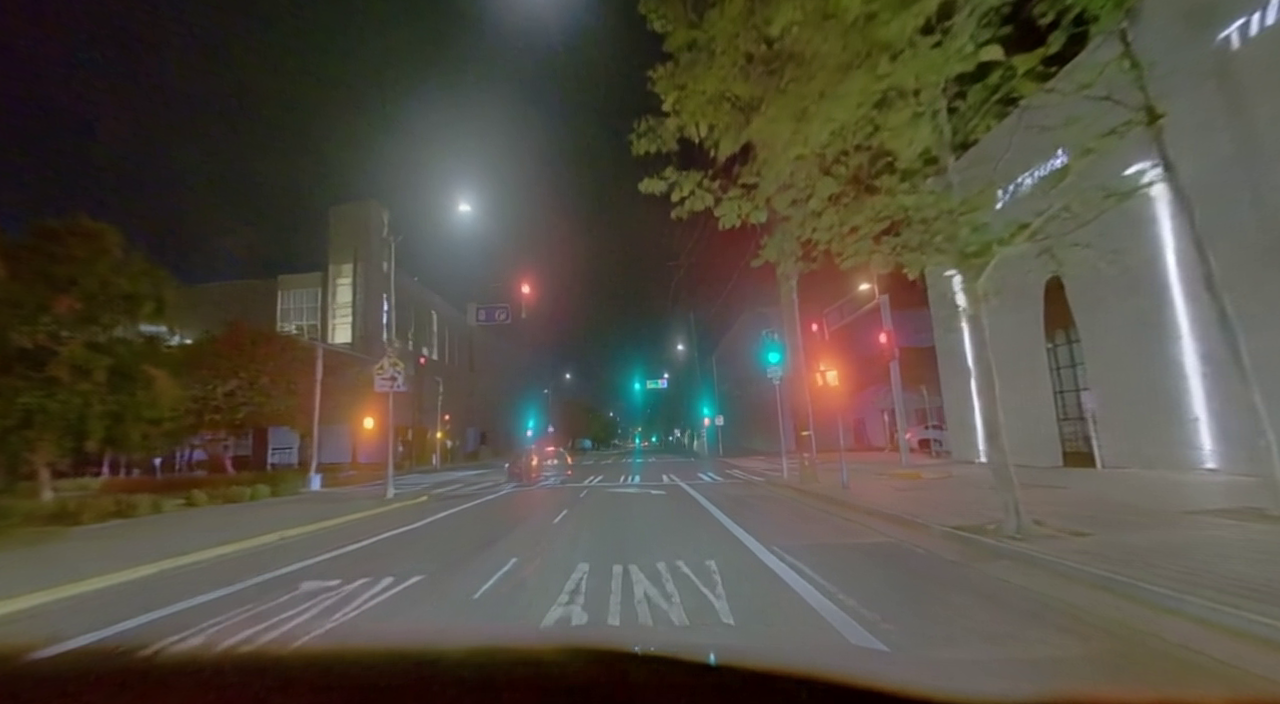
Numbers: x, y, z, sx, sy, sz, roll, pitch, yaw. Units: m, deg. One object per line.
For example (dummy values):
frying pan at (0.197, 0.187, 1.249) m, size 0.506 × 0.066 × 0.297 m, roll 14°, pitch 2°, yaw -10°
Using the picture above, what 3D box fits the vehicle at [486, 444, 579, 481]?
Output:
vehicle at (-4.977, 4.949, 28.720) m, size 2.118 × 1.478 × 4.624 m, roll 5°, pitch -10°, yaw -39°

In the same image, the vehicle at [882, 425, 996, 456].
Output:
vehicle at (14.645, 4.375, 31.141) m, size 4.632 × 1.484 × 1.907 m, roll 0°, pitch -9°, yaw -1°
